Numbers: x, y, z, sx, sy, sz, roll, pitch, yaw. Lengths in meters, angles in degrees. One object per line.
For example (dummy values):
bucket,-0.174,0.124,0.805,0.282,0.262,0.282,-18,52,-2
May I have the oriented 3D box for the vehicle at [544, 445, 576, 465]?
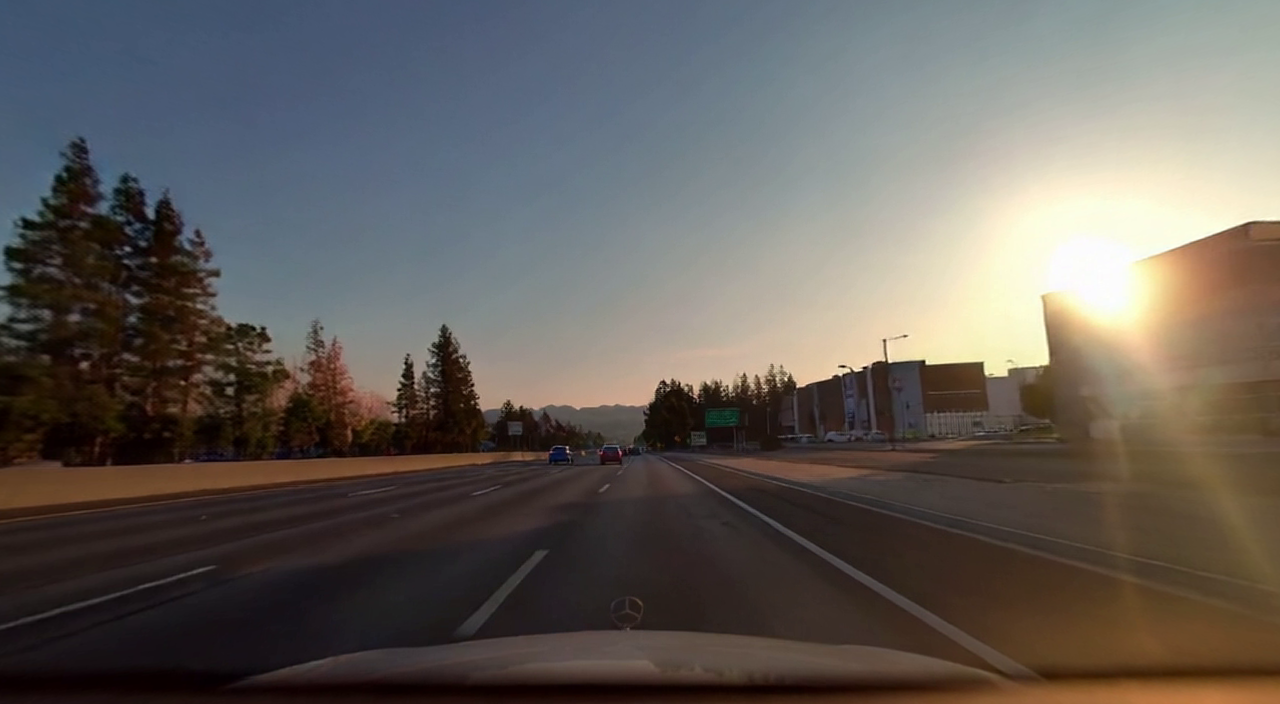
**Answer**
vehicle,-6.230,8.069,49.489,1.936,1.462,4.388,0,-8,1
